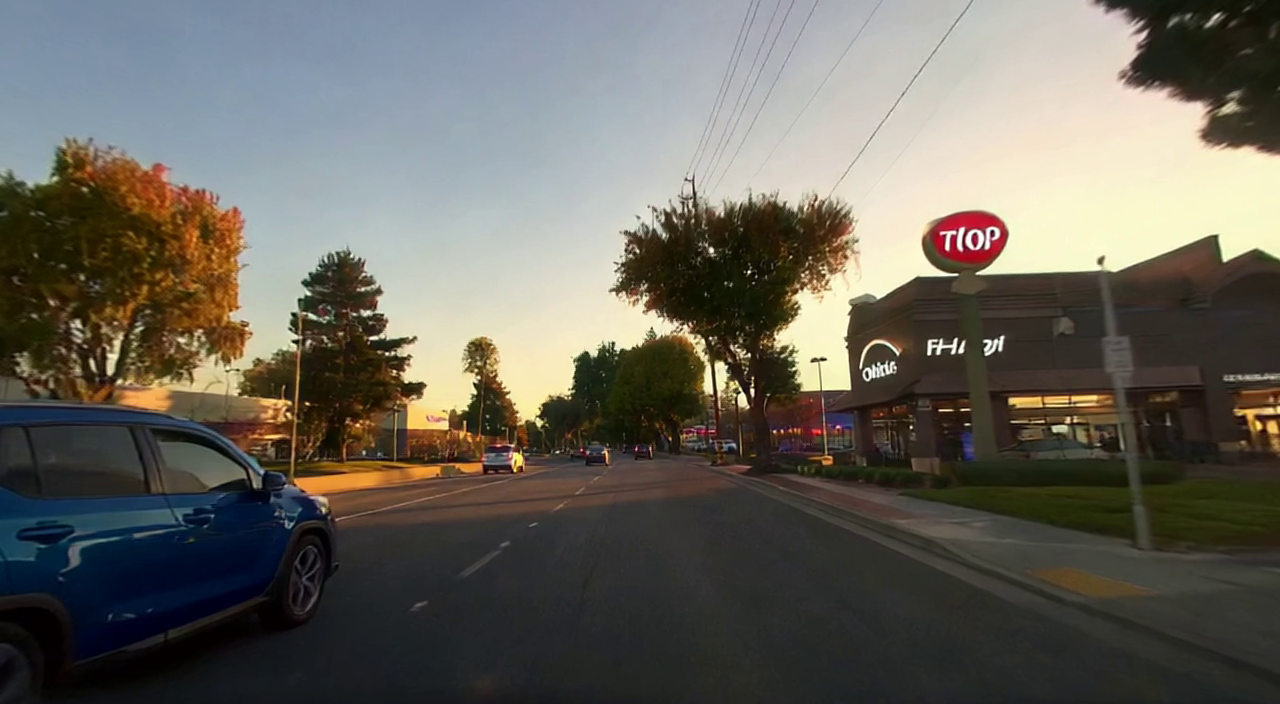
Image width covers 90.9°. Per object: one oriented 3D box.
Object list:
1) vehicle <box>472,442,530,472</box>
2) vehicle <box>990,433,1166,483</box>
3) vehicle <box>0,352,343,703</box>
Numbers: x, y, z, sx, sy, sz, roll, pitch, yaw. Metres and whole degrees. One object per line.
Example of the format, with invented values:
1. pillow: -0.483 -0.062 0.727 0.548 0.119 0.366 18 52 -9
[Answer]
1. vehicle: -7.279 5.529 33.427 1.990 1.483 4.410 0 -8 1
2. vehicle: 15.497 3.752 22.480 4.806 1.664 2.050 0 -8 -4
3. vehicle: -3.474 0.909 2.876 2.127 1.654 4.121 0 -8 1
